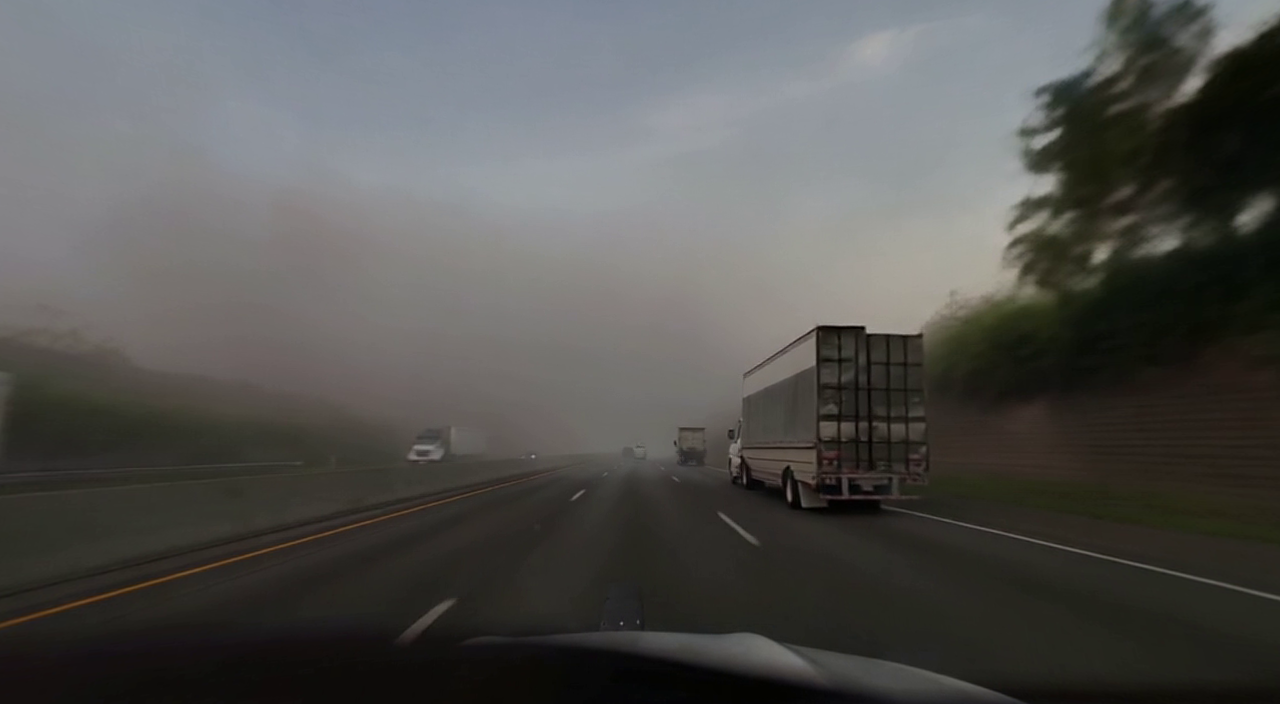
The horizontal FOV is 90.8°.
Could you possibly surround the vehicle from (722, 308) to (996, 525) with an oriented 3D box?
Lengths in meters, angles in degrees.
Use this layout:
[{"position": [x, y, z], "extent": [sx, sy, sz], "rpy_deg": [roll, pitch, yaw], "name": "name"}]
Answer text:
[{"position": [4.454, 1.897, 16.181], "extent": [3.032, 3.785, 10.333], "rpy_deg": [0, -9, -1], "name": "vehicle"}]
